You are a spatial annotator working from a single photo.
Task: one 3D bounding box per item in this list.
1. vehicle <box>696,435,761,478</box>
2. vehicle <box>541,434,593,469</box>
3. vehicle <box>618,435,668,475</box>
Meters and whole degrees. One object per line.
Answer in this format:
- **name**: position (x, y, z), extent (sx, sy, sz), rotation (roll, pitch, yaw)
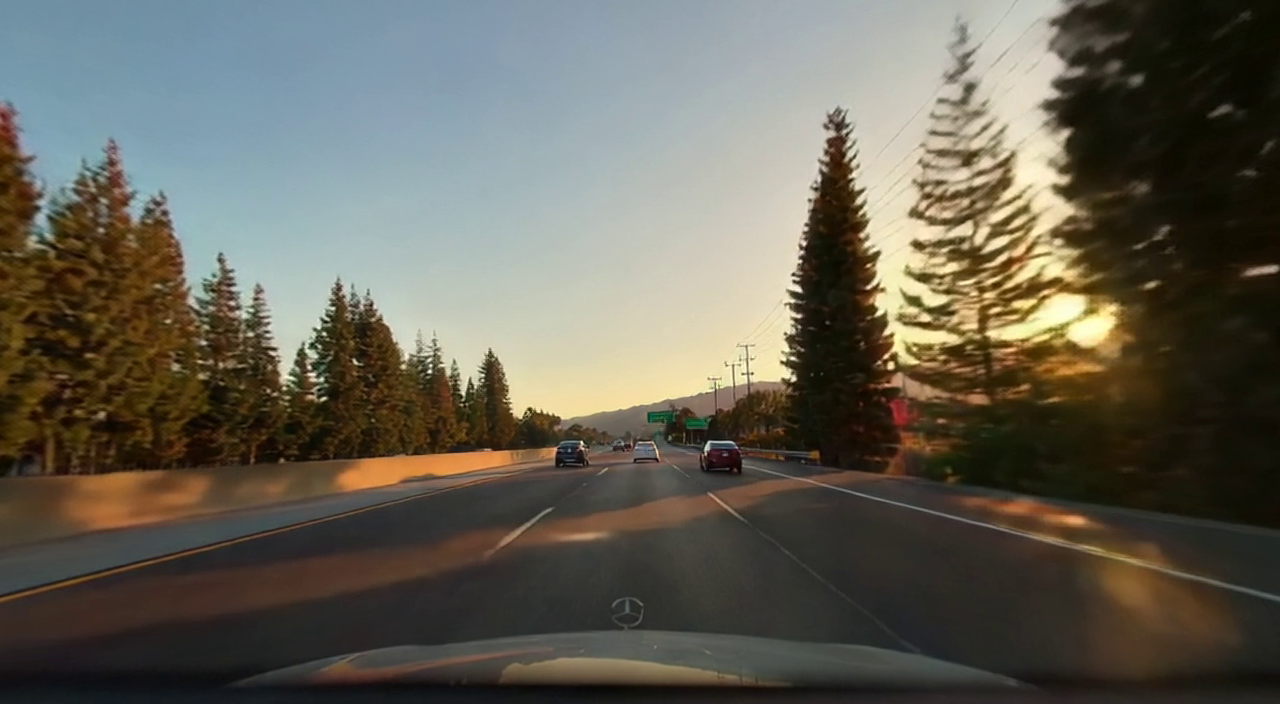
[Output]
- **vehicle**: position (3.416, 4.118, 25.105), extent (1.996, 1.579, 3.841), rotation (0, -8, -1)
- **vehicle**: position (-3.965, 5.497, 34.982), extent (2.217, 1.773, 4.553), rotation (0, -8, 1)
- **vehicle**: position (0.146, 4.568, 28.267), extent (2.049, 1.620, 4.153), rotation (0, -8, 1)
